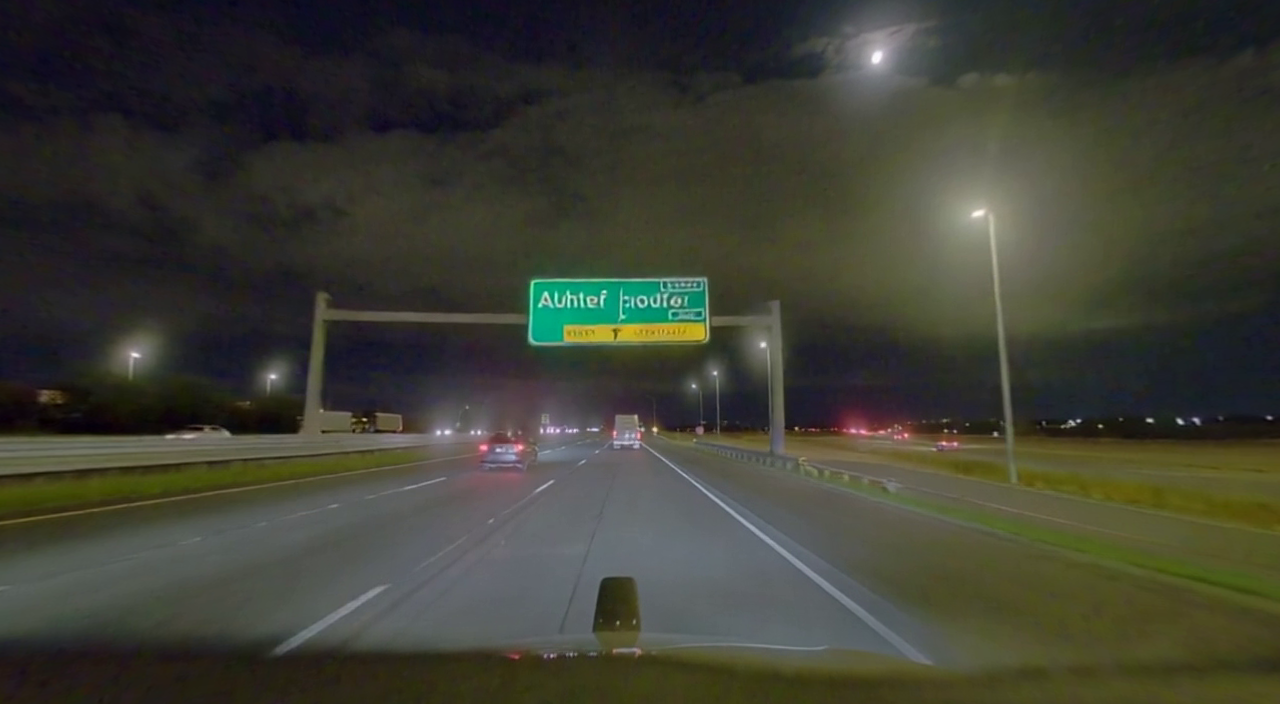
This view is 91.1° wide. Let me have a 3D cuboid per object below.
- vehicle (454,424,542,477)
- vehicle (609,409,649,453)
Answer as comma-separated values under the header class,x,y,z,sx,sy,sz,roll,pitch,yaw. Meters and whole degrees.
class,x,y,z,sx,sy,sz,roll,pitch,yaw
vehicle,-4.449,3.139,20.285,1.932,1.544,3.864,0,-8,0
vehicle,-0.781,5.245,41.548,2.418,2.704,6.445,0,-8,-2
